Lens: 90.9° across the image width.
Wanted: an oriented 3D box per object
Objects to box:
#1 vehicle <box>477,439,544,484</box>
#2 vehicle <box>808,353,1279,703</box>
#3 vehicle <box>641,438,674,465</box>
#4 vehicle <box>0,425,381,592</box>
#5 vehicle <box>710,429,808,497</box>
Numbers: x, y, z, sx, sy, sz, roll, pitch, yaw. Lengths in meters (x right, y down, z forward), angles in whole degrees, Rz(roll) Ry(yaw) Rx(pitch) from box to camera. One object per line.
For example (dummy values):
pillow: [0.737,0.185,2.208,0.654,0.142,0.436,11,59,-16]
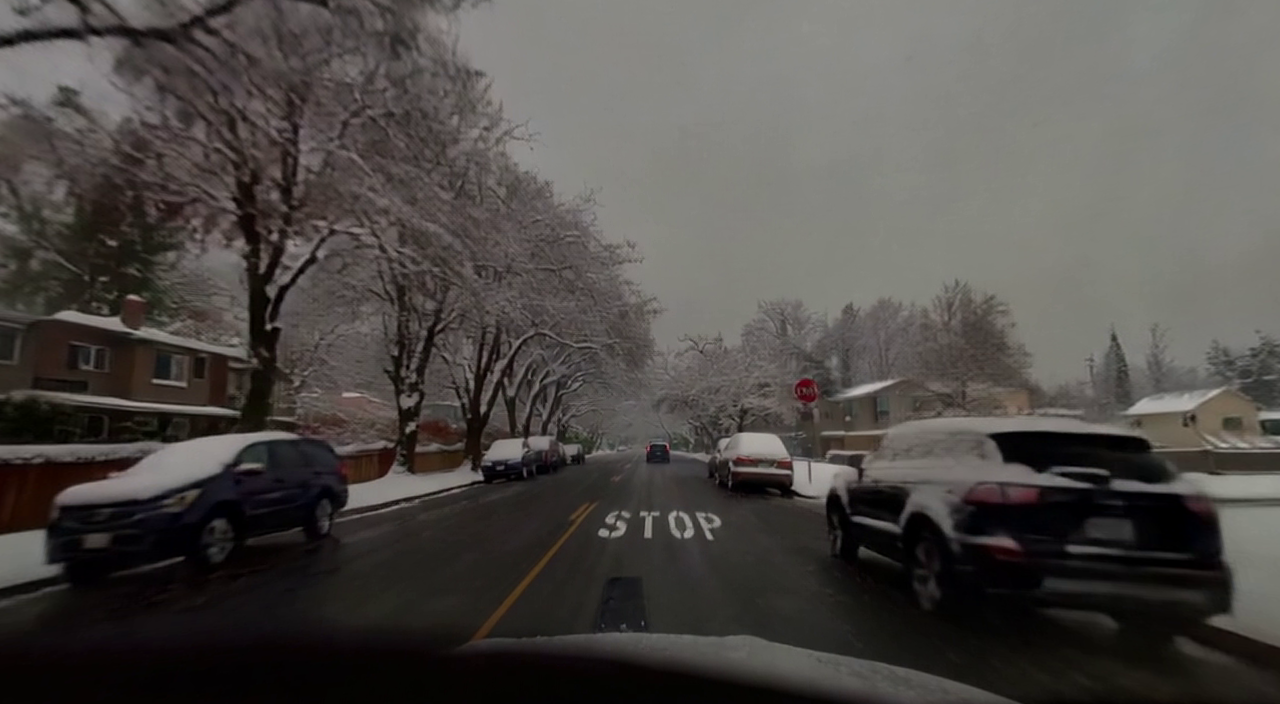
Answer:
vehicle: [-5.116,4.361,25.497,1.955,1.659,4.324,0,-8,-2]
vehicle: [3.105,1.252,5.436,2.117,1.807,4.964,0,-8,2]
vehicle: [1.207,6.885,43.850,2.172,1.722,4.201,0,-8,1]
vehicle: [-5.593,1.939,8.812,2.007,1.709,4.502,0,-8,0]
vehicle: [3.445,3.316,19.253,1.970,1.801,4.721,0,-8,-1]
